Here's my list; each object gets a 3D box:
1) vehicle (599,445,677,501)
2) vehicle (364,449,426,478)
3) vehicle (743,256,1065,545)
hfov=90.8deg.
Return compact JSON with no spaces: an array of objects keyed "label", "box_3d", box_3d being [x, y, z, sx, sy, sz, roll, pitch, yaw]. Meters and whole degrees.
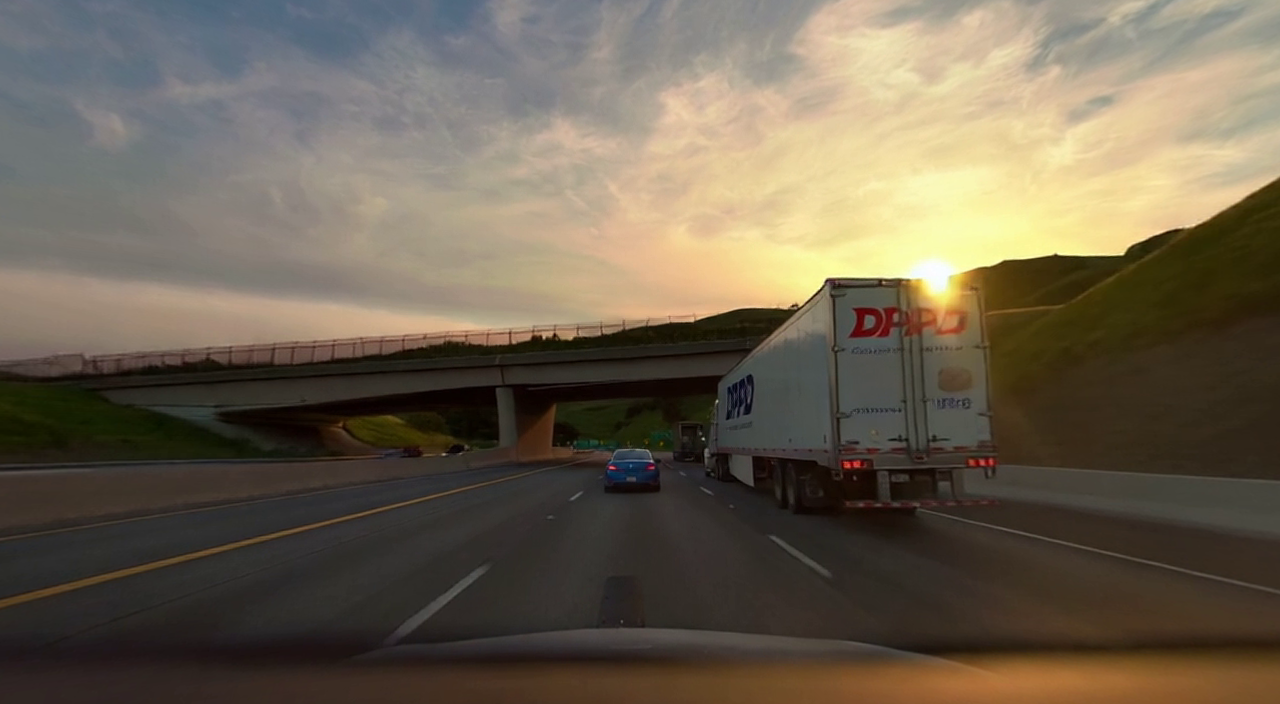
[{"label":"vehicle","box_3d":[-0.066,3.447,18.305,2.029,1.437,3.794,0,-9,0]},{"label":"vehicle","box_3d":[-14.576,6.639,37.831,1.864,1.639,4.400,0,-9,1]},{"label":"vehicle","box_3d":[4.217,1.241,12.742,2.802,3.956,8.291,0,-9,0]}]
